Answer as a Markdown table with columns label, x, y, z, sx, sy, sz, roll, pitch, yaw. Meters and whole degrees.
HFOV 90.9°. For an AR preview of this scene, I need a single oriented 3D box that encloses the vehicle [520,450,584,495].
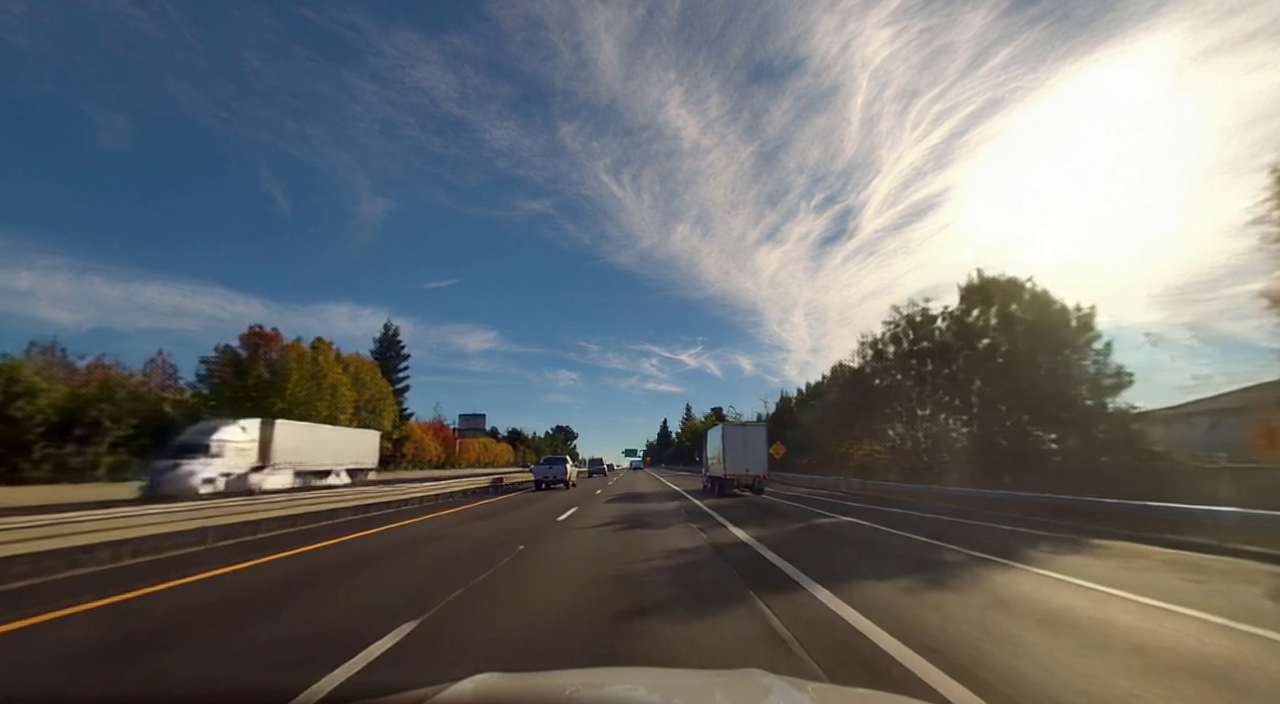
| label | x | y | z | sx | sy | sz | roll | pitch | yaw |
| --- | --- | --- | --- | --- | --- | --- | --- | --- | --- |
| vehicle | -4.011 | 5.623 | 29.586 | 2.272 | 1.873 | 4.832 | 1 | -10 | 0 |

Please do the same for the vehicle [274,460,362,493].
| label | x | y | z | sx | sy | sz | roll | pitch | yaw |
| --- | --- | --- | --- | --- | --- | --- | --- | --- | --- |
| vehicle | -15.502 | 6.014 | 30.595 | 2.008 | 1.487 | 4.180 | 1 | -10 | 0 |

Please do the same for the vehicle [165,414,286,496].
| label | x | y | z | sx | sy | sz | roll | pitch | yaw |
| --- | --- | --- | --- | --- | --- | --- | --- | --- | --- |
| vehicle | -19.383 | 4.866 | 29.741 | 2.975 | 3.552 | 3.526 | 1 | -10 | 1 |

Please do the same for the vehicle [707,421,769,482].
| label | x | y | z | sx | sy | sz | roll | pitch | yaw |
| --- | --- | --- | --- | --- | --- | --- | --- | --- | --- |
| vehicle | 7.328 | 7.868 | 48.591 | 3.235 | 4.088 | 9.243 | 1 | -12 | 0 |
